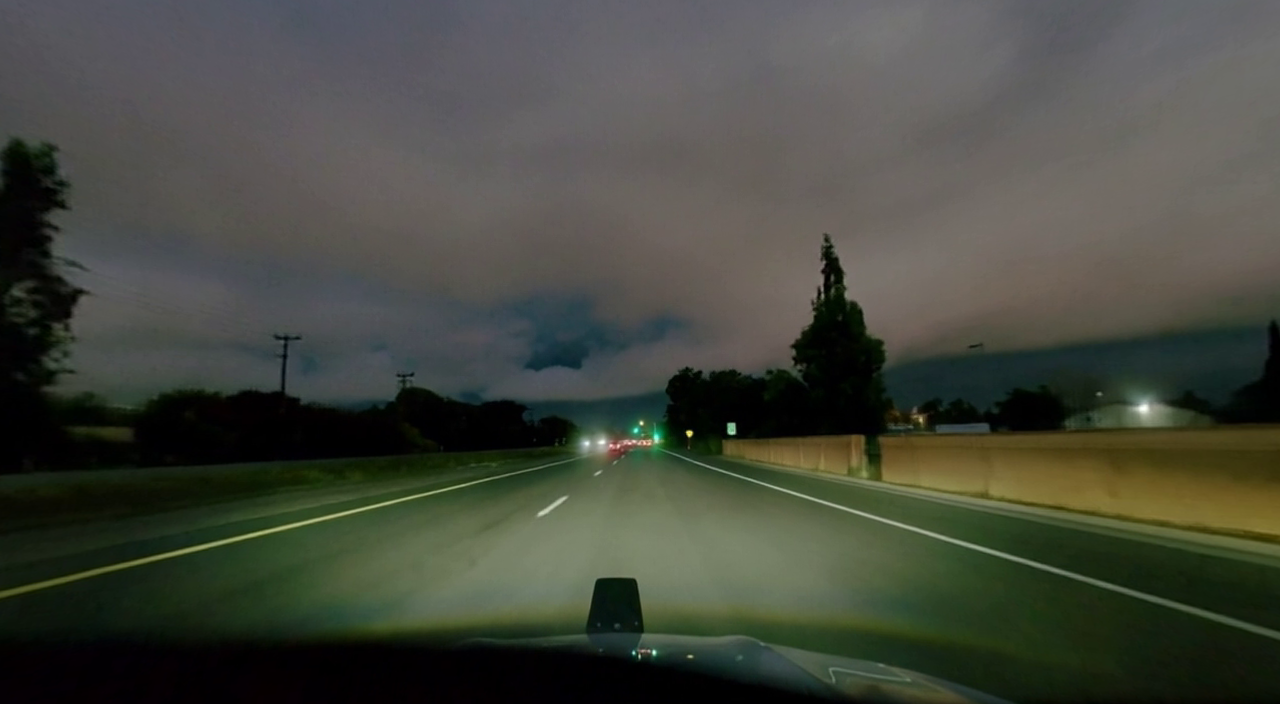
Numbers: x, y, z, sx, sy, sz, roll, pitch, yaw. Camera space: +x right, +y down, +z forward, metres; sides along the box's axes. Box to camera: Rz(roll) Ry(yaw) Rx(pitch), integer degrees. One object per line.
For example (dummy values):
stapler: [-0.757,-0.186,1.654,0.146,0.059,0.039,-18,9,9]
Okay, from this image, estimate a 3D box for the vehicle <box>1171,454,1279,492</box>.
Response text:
vehicle: [31.475,6.250,32.985,2.121,1.755,5.377,0,-9,-8]
